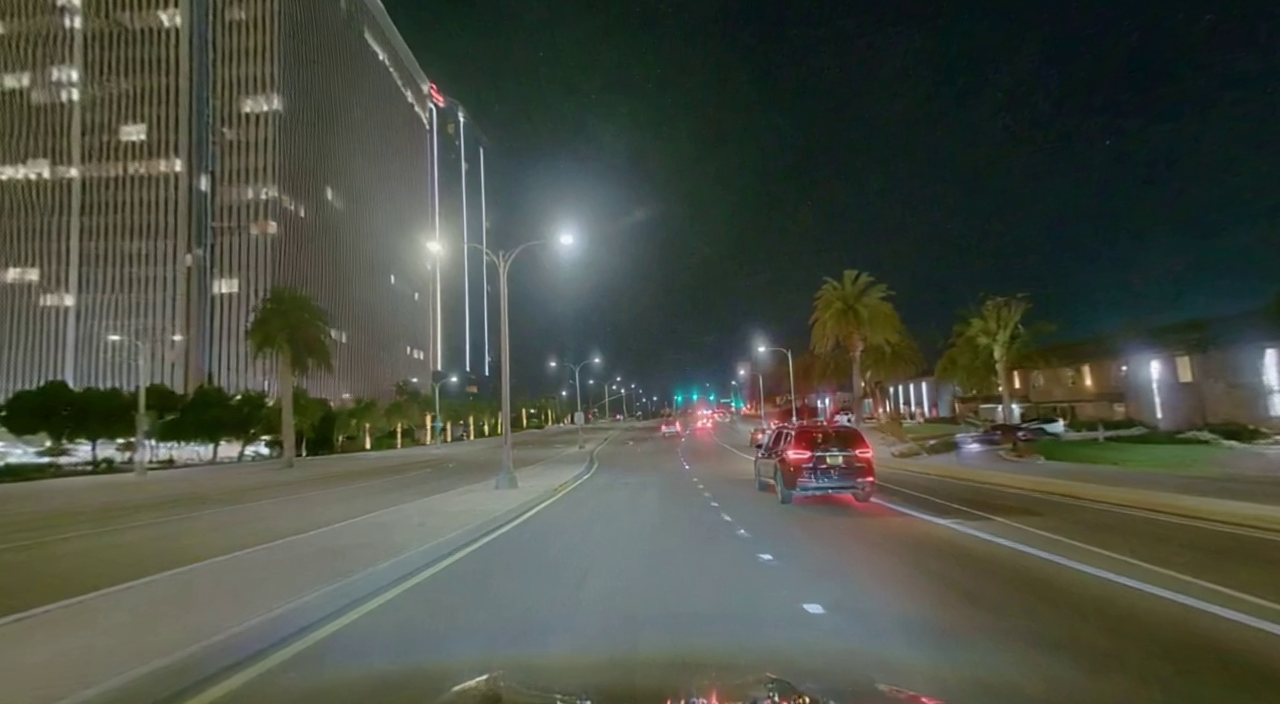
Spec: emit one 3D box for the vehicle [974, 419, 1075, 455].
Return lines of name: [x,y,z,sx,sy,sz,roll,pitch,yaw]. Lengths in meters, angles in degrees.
vehicle: [25.356,5.597,41.795,4.991,1.798,2.501,-4,-2,1]

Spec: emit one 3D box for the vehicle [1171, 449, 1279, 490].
vehicle: [24.011,4.596,24.889,4.378,1.489,1.901,0,-9,1]

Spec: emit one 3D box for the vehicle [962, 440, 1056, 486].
vehicle: [17.923,5.359,30.981,1.909,1.442,4.265,-5,-1,-2]

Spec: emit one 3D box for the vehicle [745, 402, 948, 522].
vehicle: [3.546,2.038,12.043,2.219,1.795,4.718,0,-9,0]
